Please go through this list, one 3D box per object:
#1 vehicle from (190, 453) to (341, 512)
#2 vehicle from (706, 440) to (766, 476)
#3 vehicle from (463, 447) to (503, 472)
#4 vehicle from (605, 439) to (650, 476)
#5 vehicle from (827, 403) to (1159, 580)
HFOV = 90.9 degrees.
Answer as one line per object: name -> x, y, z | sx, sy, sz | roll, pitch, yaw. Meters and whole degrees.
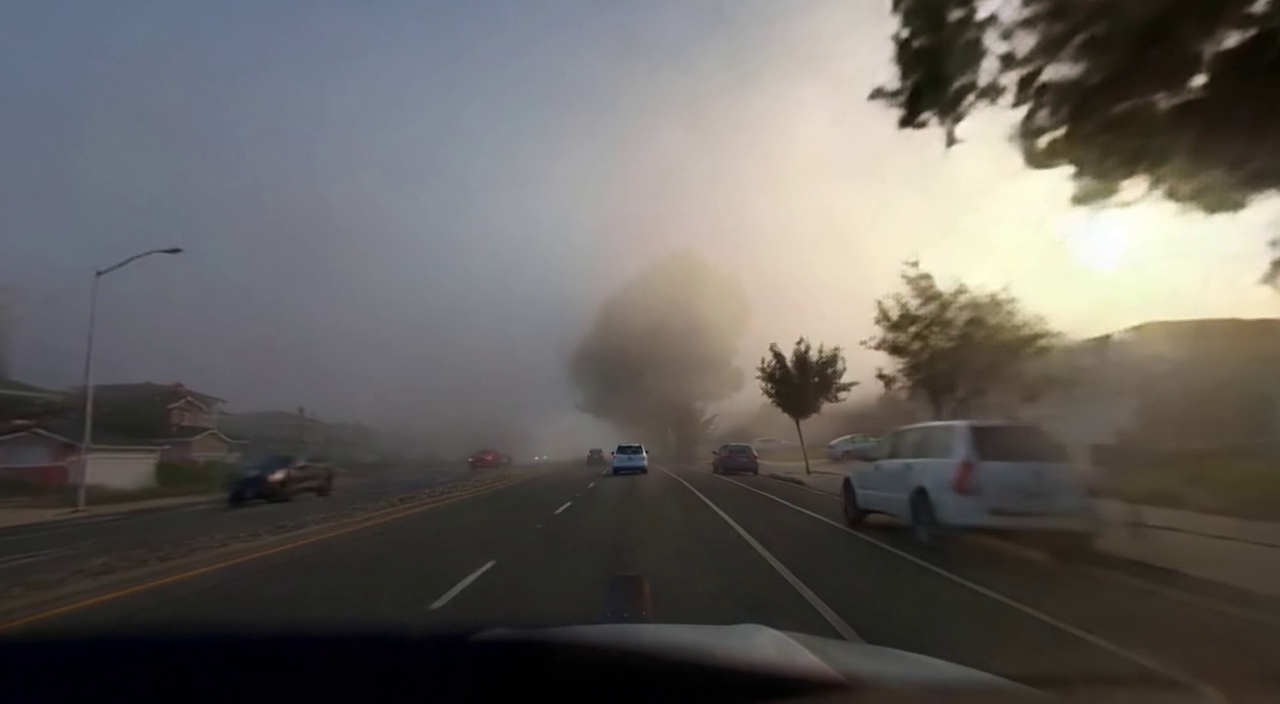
vehicle -> -11.430, 3.969, 19.719 | 1.914, 1.476, 4.702 | -3, -9, 0
vehicle -> 4.370, 4.907, 29.343 | 2.020, 1.518, 4.255 | 0, -9, -2
vehicle -> -11.920, 8.123, 48.034 | 1.948, 1.725, 4.443 | -2, -9, -1
vehicle -> -0.597, 5.096, 30.752 | 2.024, 1.655, 4.301 | 0, -9, -1
vehicle -> 4.062, 1.675, 8.269 | 1.992, 1.695, 4.101 | -1, -9, 1
